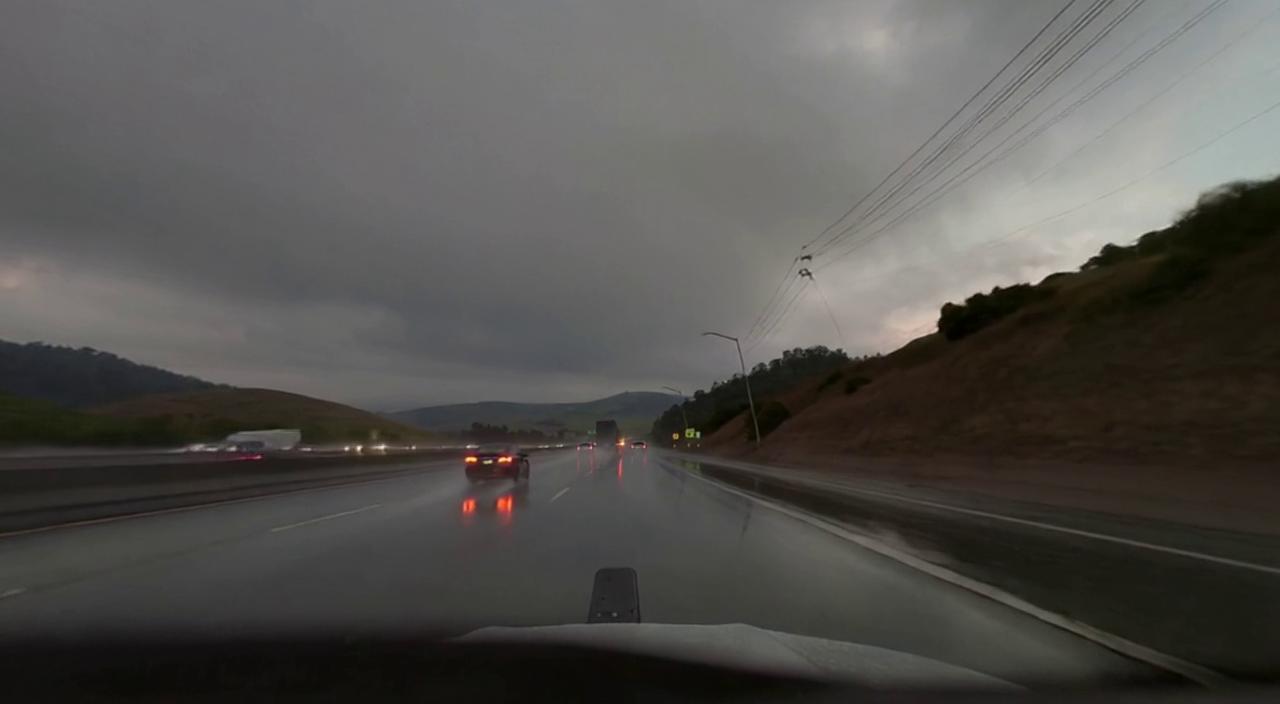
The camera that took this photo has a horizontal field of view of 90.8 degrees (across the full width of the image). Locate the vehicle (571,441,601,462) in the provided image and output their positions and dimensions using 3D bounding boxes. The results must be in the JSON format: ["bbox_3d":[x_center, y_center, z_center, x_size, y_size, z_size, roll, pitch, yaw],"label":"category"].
[{"bbox_3d":[-4.192,7.788,49.667,2.038,1.533,4.103,0,-9,-1],"label":"vehicle"}]

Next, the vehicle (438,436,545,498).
[{"bbox_3d":[-4.068,3.222,18.157,1.963,1.533,4.477,0,-9,0],"label":"vehicle"}]
